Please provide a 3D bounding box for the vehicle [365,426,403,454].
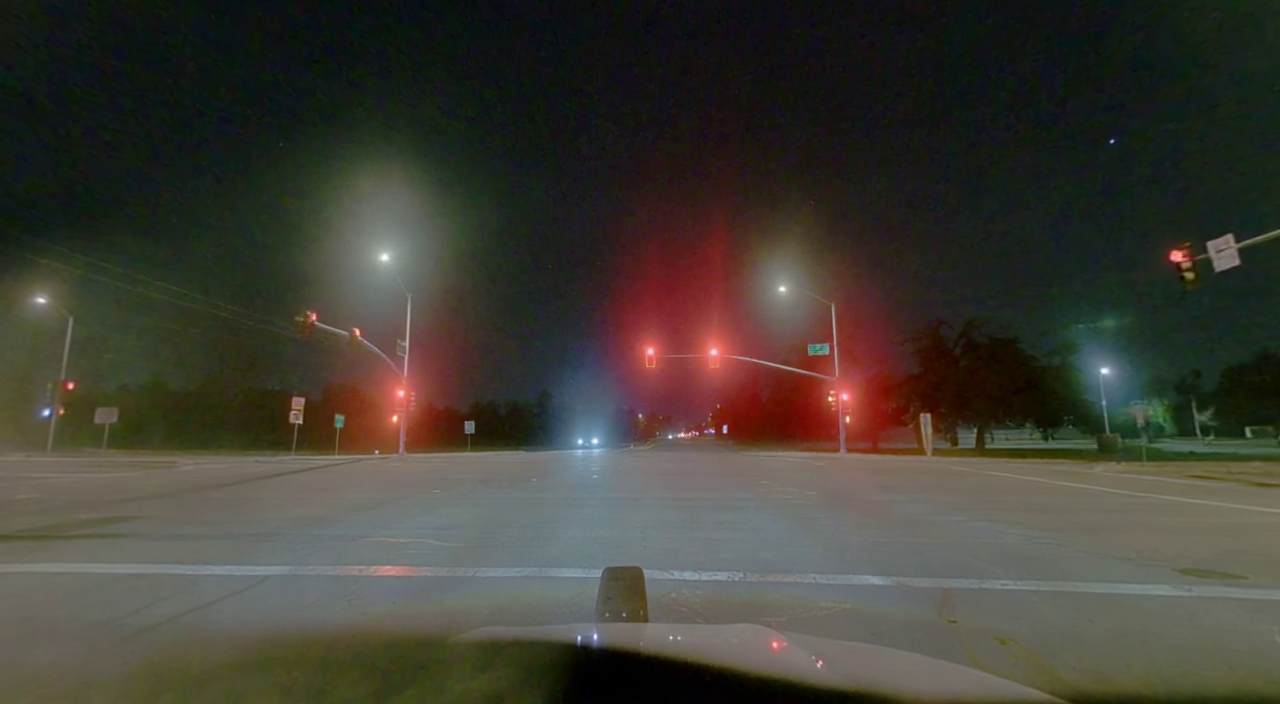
[{"bbox_3d":[-19.982,6.847,48.944,1.873,2.079,2.879,6,-11,-37],"label":"vehicle"}]
